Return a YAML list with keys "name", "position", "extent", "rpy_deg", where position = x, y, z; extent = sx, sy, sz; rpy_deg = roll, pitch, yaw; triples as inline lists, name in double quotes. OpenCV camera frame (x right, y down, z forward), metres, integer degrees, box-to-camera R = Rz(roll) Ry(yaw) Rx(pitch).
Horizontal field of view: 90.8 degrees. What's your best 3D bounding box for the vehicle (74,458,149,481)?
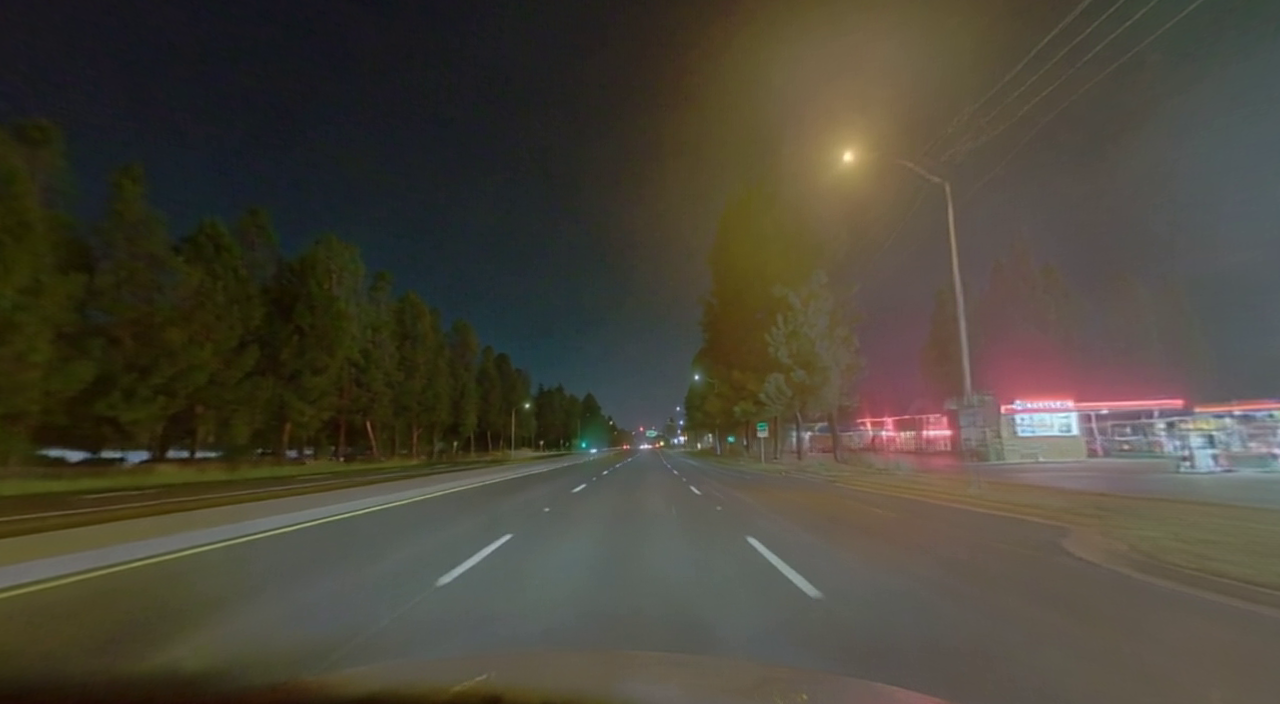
- name: "vehicle"
  position: [-40.013, 8.871, 47.831]
  extent: [4.266, 1.505, 1.835]
  rpy_deg: [-2, -7, 6]
